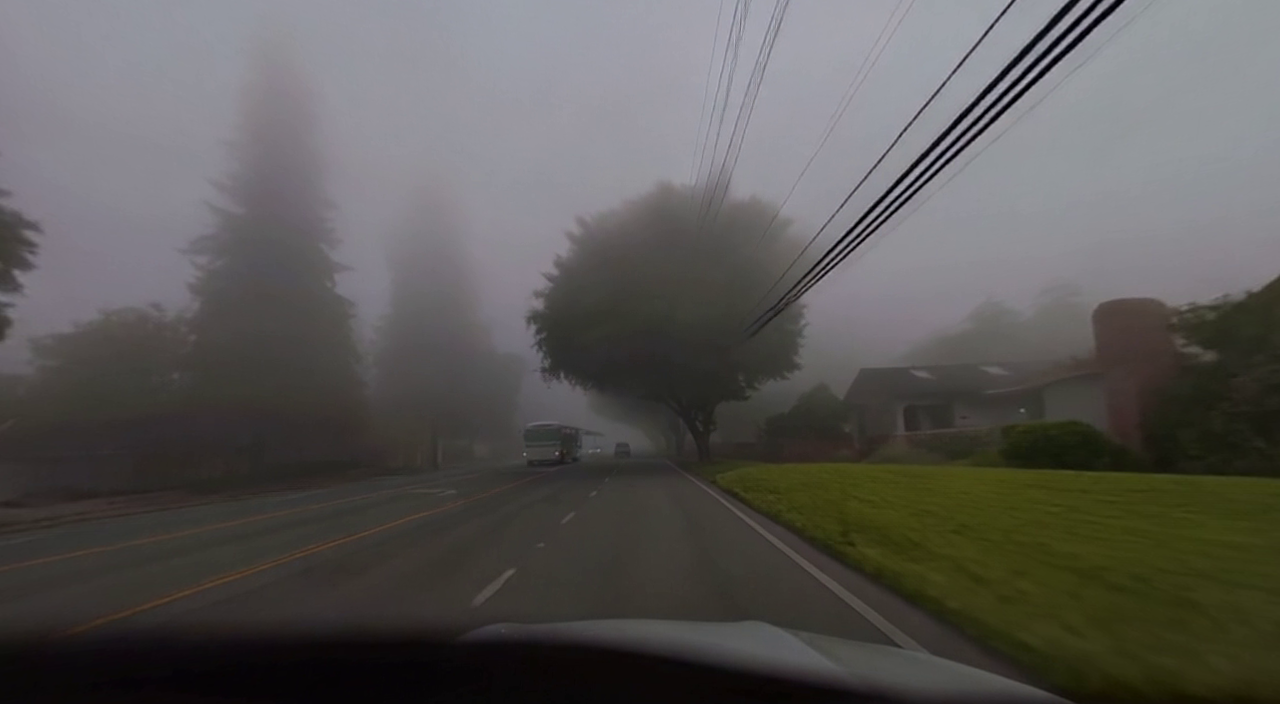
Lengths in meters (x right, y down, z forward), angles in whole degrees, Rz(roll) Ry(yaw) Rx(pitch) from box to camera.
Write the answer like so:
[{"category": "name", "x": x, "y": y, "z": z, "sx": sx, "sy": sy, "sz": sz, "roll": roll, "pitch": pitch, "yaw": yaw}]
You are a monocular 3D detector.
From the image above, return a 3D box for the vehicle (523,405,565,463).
[{"category": "vehicle", "x": -6.500, "y": 5.609, "z": 43.184, "sx": 2.365, "sy": 3.642, "sz": 3.374, "roll": -4, "pitch": -7, "yaw": -5}]
